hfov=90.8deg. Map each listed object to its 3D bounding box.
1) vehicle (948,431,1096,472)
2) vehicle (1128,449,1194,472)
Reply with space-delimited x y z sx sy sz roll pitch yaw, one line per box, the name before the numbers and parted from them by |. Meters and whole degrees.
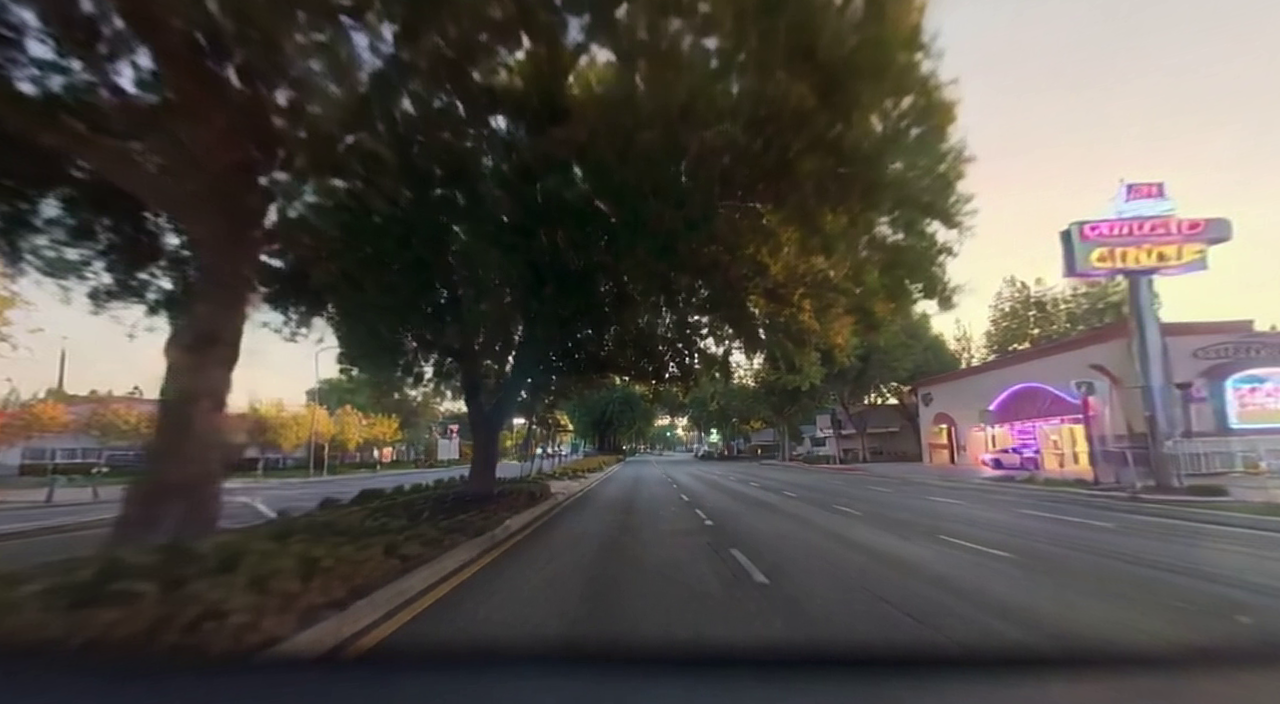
vehicle | 21.498 5.633 35.788 6.489 2.179 2.882 0 -9 -1
vehicle | 39.611 8.244 48.142 1.919 1.613 3.862 -1 -8 5
